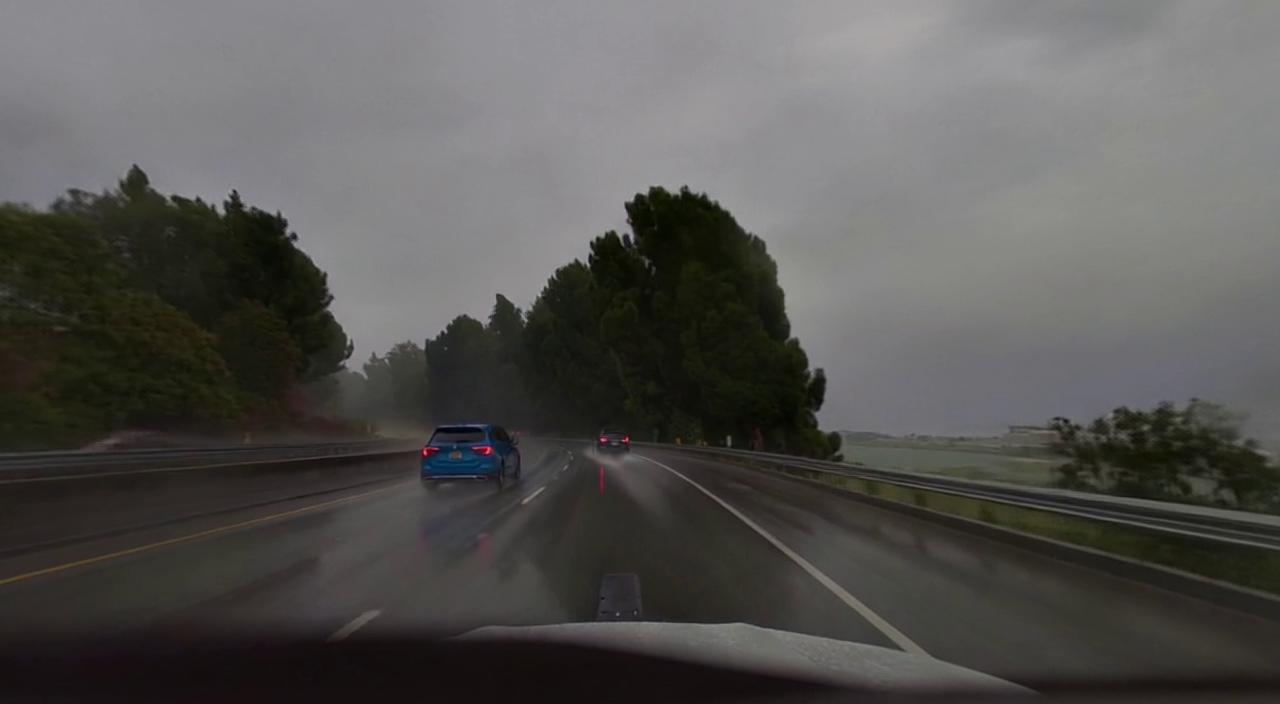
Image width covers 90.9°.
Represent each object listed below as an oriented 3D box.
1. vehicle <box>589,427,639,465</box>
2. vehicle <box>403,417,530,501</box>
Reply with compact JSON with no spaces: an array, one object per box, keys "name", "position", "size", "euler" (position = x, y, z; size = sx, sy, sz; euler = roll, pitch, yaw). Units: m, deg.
[{"name":"vehicle","position":[-1.438,4.920,33.334],"size":[2.452,1.857,4.022],"euler":[1,-8,-5]},{"name":"vehicle","position":[-4.241,2.688,16.342],"size":[2.053,1.847,4.760],"euler":[0,-8,-2]}]
